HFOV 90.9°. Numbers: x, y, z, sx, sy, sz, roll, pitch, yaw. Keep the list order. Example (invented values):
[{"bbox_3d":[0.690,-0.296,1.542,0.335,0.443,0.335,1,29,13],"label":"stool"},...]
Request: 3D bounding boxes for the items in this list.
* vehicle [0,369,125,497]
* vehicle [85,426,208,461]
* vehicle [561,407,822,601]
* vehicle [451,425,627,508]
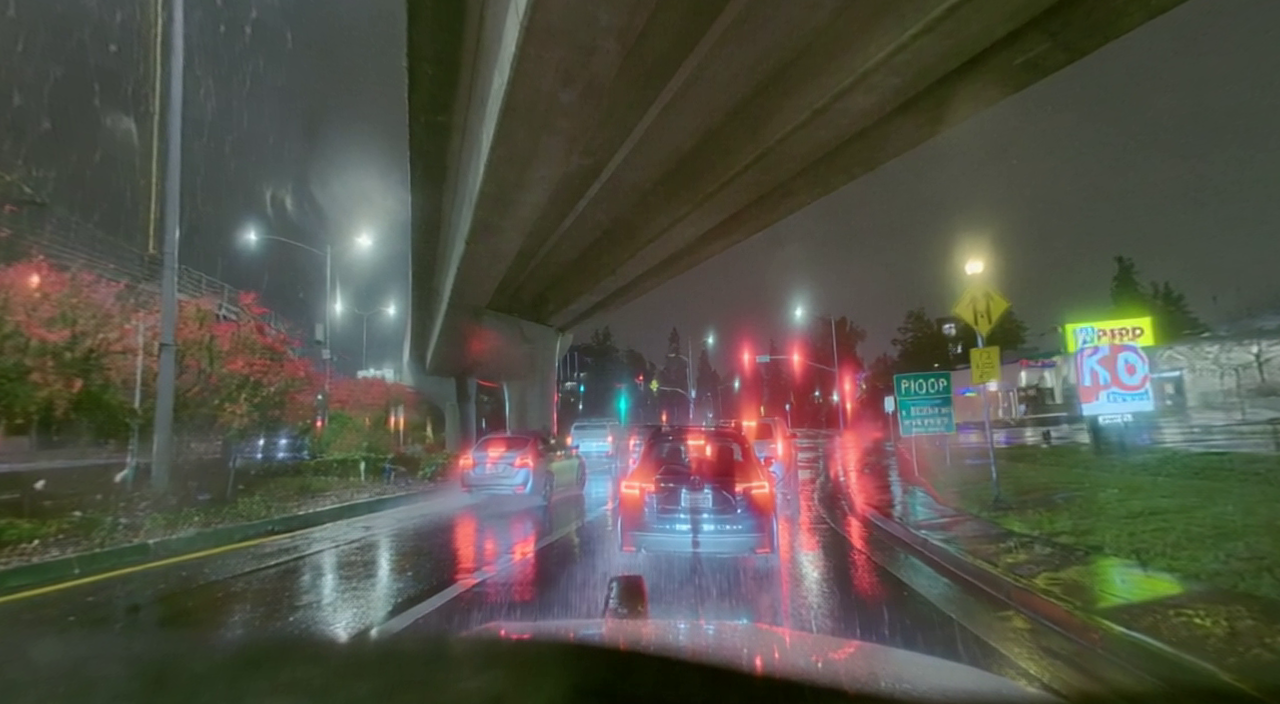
[{"bbox_3d":[-24.372,2.736,19.322,13.064,3.755,3.269,-1,-8,-13],"label":"vehicle"},{"bbox_3d":[-30.608,5.689,39.286,5.457,2.021,2.213,2,-9,-13],"label":"vehicle"},{"bbox_3d":[0.737,1.590,7.548,2.195,1.571,4.353,-2,-8,9],"label":"vehicle"},{"bbox_3d":[-1.976,2.482,14.171,2.214,1.519,4.704,-2,-9,14],"label":"vehicle"}]
